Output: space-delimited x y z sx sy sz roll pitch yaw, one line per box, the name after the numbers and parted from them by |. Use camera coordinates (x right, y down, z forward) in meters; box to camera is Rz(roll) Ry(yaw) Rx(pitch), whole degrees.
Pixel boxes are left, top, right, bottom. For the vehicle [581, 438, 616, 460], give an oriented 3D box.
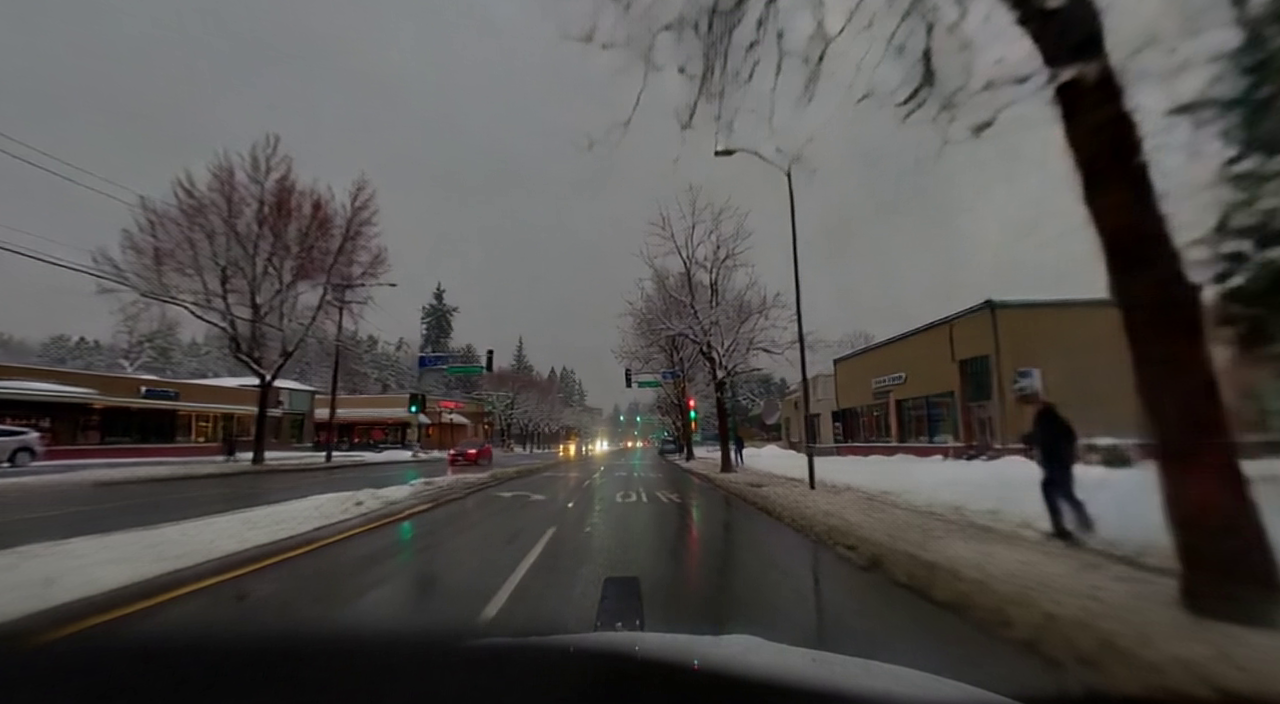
-2.926 6.996 45.678 2.122 1.469 4.388 0 -8 1 | vehicle

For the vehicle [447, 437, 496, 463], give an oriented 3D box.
-10.446 6.069 39.466 1.873 1.532 3.777 0 -8 2 | vehicle
